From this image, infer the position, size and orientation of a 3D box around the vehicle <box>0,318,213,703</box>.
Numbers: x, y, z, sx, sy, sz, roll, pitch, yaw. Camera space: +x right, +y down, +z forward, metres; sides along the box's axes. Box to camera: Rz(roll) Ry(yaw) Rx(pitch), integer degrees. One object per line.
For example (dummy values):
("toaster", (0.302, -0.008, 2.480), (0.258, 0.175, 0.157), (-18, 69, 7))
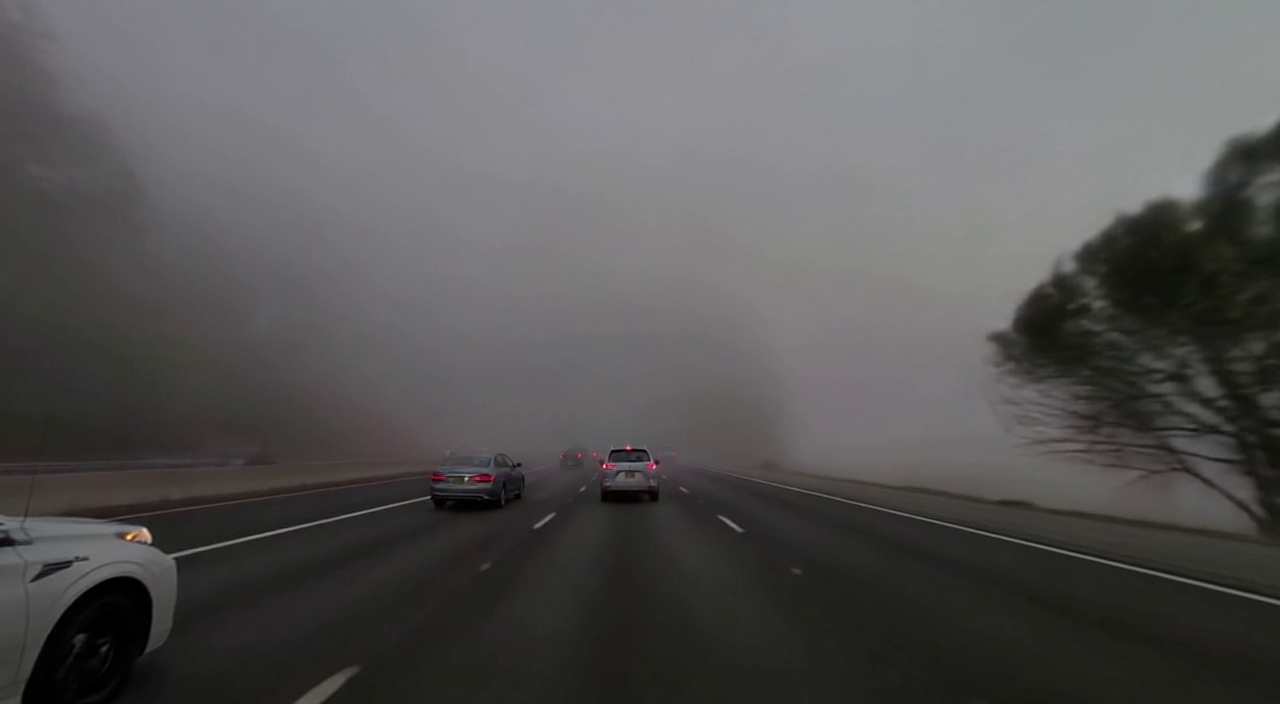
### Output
("vehicle", (-3.958, 0.614, 1.566), (2.243, 1.889, 4.949), (0, -9, 1))

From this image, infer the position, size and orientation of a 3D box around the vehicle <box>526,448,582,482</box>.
("vehicle", (-4.018, 5.368, 30.257), (1.999, 1.484, 4.269), (0, -9, 1))

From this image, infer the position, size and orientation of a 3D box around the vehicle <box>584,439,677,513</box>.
("vehicle", (-0.209, 2.960, 15.379), (1.996, 1.574, 3.426), (0, -9, 0))

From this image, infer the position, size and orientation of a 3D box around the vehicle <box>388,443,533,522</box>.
("vehicle", (-3.830, 2.856, 14.385), (1.988, 1.501, 4.438), (0, -9, 0))
